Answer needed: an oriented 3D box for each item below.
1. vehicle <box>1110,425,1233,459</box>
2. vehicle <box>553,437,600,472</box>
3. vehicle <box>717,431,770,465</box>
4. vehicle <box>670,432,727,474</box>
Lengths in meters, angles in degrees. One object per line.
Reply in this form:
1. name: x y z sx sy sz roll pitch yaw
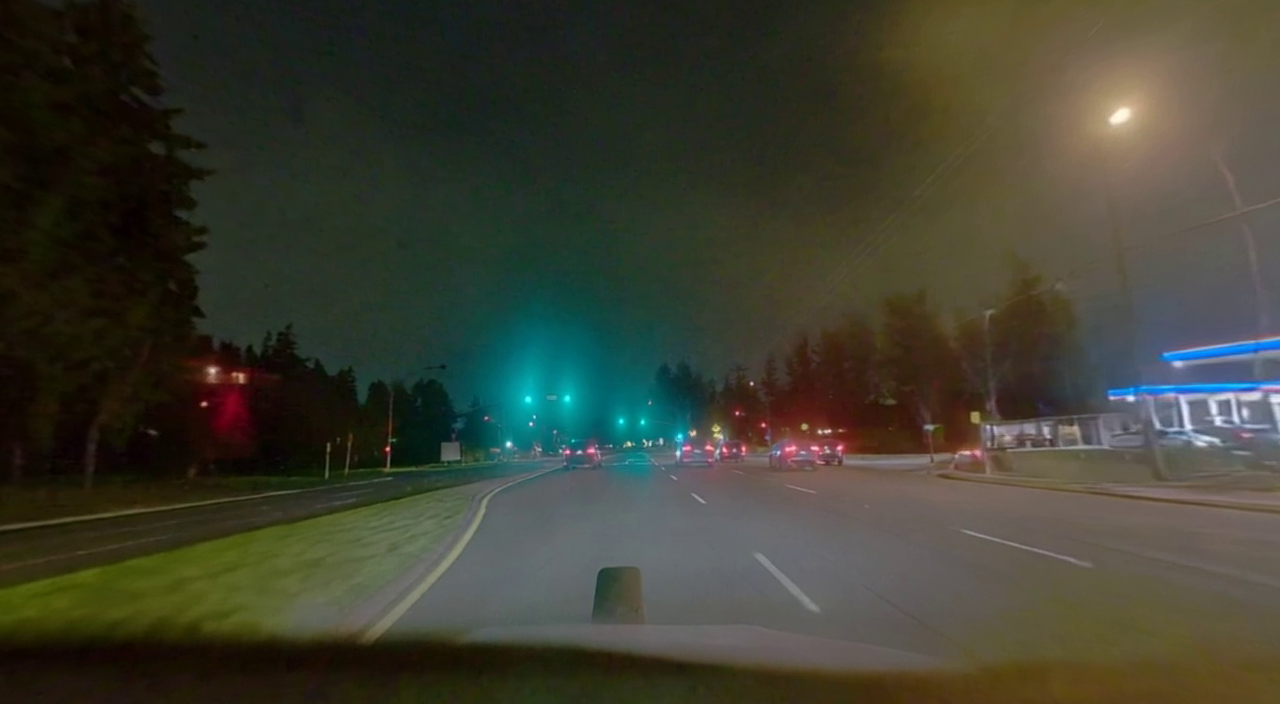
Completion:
1. vehicle: 24.289 4.163 29.133 1.805 1.460 4.326 0 -8 -2
2. vehicle: -3.459 5.675 35.284 2.261 1.820 4.255 0 -8 -1
3. vehicle: 6.958 6.516 43.043 2.510 2.176 5.527 0 -8 -2
4. vehicle: 2.693 4.784 30.105 2.140 1.800 4.660 0 -8 -1
